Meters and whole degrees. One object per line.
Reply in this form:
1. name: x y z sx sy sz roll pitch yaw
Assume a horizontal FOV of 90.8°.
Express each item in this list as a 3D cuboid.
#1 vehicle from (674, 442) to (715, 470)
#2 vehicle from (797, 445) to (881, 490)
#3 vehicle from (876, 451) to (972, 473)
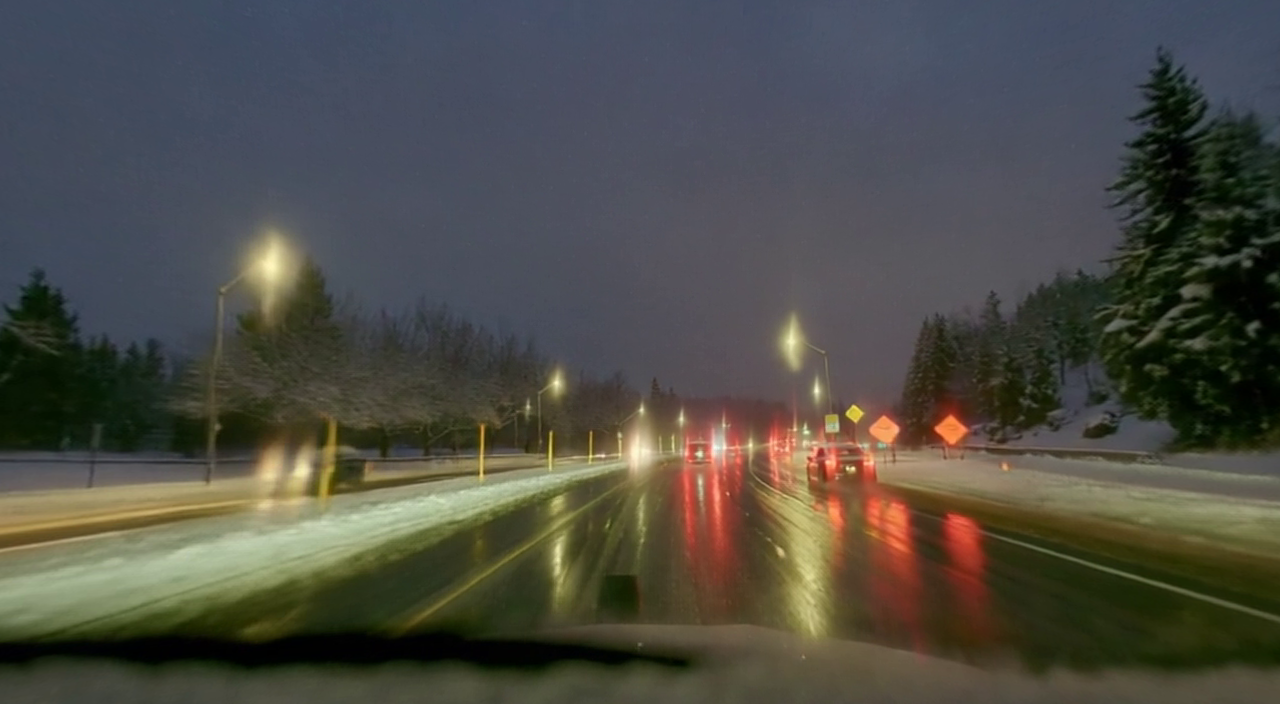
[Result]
1. vehicle: 3.470 6.513 39.714 2.201 1.676 4.541 -2 -9 9
2. vehicle: 7.251 4.218 23.442 2.044 1.474 4.083 -1 -9 4
3. vehicle: 14.086 5.496 31.780 3.503 1.020 4.269 -2 -9 11
